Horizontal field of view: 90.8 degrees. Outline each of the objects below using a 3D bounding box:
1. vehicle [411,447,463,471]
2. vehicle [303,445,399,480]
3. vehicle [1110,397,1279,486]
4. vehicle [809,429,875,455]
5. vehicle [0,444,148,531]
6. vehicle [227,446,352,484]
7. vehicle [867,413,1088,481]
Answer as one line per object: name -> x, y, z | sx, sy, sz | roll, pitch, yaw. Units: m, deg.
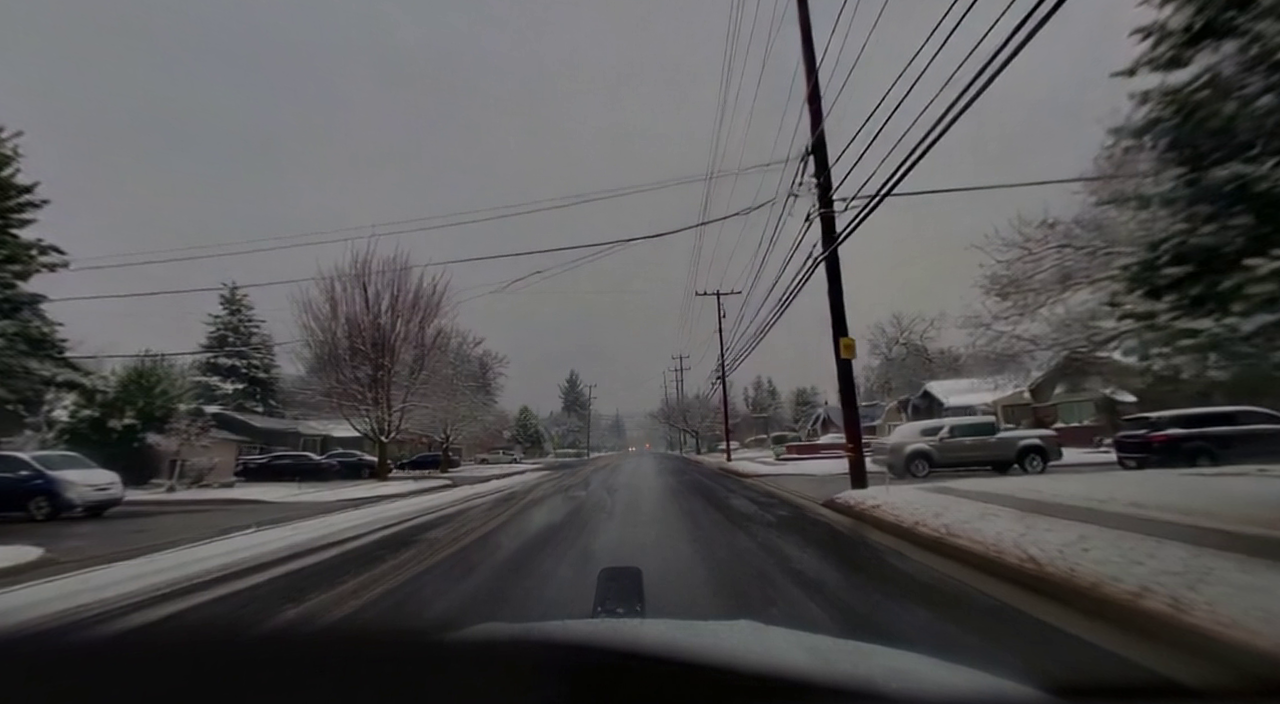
vehicle -> -14.551, 7.669, 45.641 | 1.978, 1.586, 5.192 | 0, -9, 0
vehicle -> -14.967, 5.675, 32.767 | 4.232, 1.693, 1.949 | -3, -9, 17
vehicle -> 13.500, 2.019, 14.172 | 4.209, 1.834, 2.019 | 0, -9, 1
vehicle -> 15.229, 6.829, 47.822 | 4.373, 1.759, 2.093 | 0, -9, 7
vehicle -> -13.780, 2.874, 13.784 | 4.495, 1.706, 1.972 | -1, -9, 5
vehicle -> -16.130, 5.223, 29.280 | 4.482, 1.648, 2.169 | 0, -9, 0
vehicle -> 9.748, 2.785, 18.610 | 5.273, 1.868, 2.070 | 0, -9, 0
